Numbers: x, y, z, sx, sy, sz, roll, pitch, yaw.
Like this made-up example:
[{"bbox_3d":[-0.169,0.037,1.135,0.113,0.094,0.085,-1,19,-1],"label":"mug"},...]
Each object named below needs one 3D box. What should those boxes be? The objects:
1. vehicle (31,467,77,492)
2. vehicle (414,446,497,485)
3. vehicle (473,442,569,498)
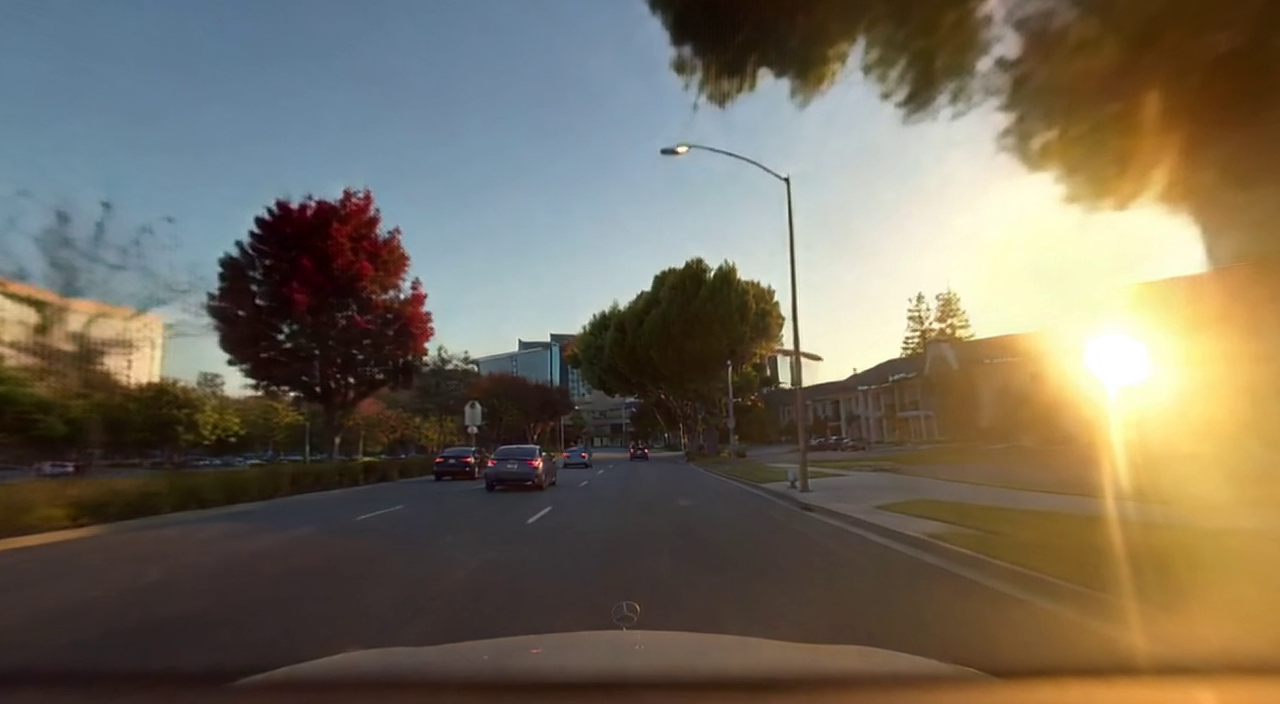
[{"bbox_3d":[-39.769,8.606,42.845,1.960,1.475,4.381,9,-12,-44],"label":"vehicle"},{"bbox_3d":[-7.608,4.727,26.616,1.976,1.497,4.709,0,-9,1],"label":"vehicle"},{"bbox_3d":[-3.467,3.556,19.413,2.011,1.483,4.596,0,-9,1],"label":"vehicle"}]
